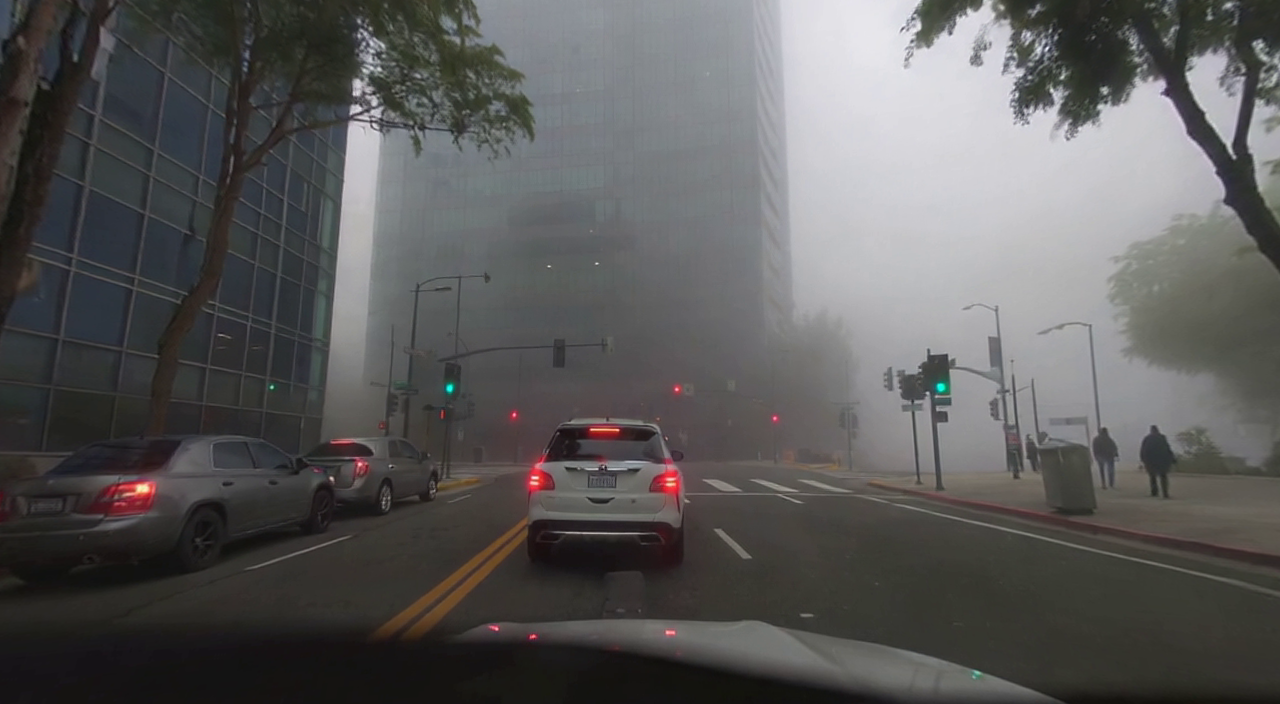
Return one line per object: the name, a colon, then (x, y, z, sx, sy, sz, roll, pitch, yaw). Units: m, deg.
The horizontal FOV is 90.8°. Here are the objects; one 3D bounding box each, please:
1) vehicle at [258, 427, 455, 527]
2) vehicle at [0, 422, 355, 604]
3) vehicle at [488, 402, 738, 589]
vehicle: (-5.872, 2.640, 13.958, 2.077, 1.791, 4.751, 0, -9, 1)
vehicle: (-5.743, 1.857, 8.276, 1.904, 1.684, 4.529, 0, -9, -1)
vehicle: (-0.228, 1.600, 7.779, 2.258, 1.687, 3.934, 0, -9, 1)
